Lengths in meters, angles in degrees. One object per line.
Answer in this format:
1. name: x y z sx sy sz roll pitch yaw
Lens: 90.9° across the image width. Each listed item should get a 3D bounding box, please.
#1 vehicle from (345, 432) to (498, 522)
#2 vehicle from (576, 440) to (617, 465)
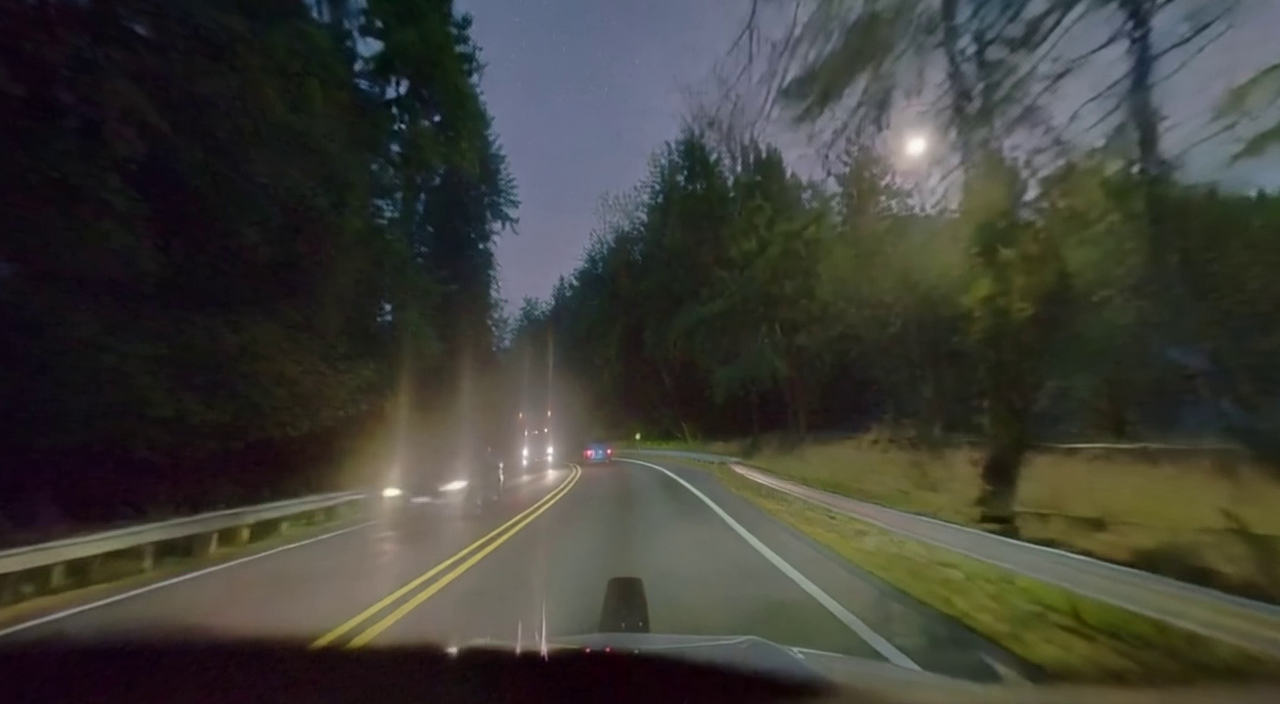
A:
1. vehicle: -5.138 2.976 15.701 2.319 1.864 4.569 0 -8 -2
2. vehicle: -2.908 6.560 41.349 2.120 1.491 4.349 1 -8 -11
